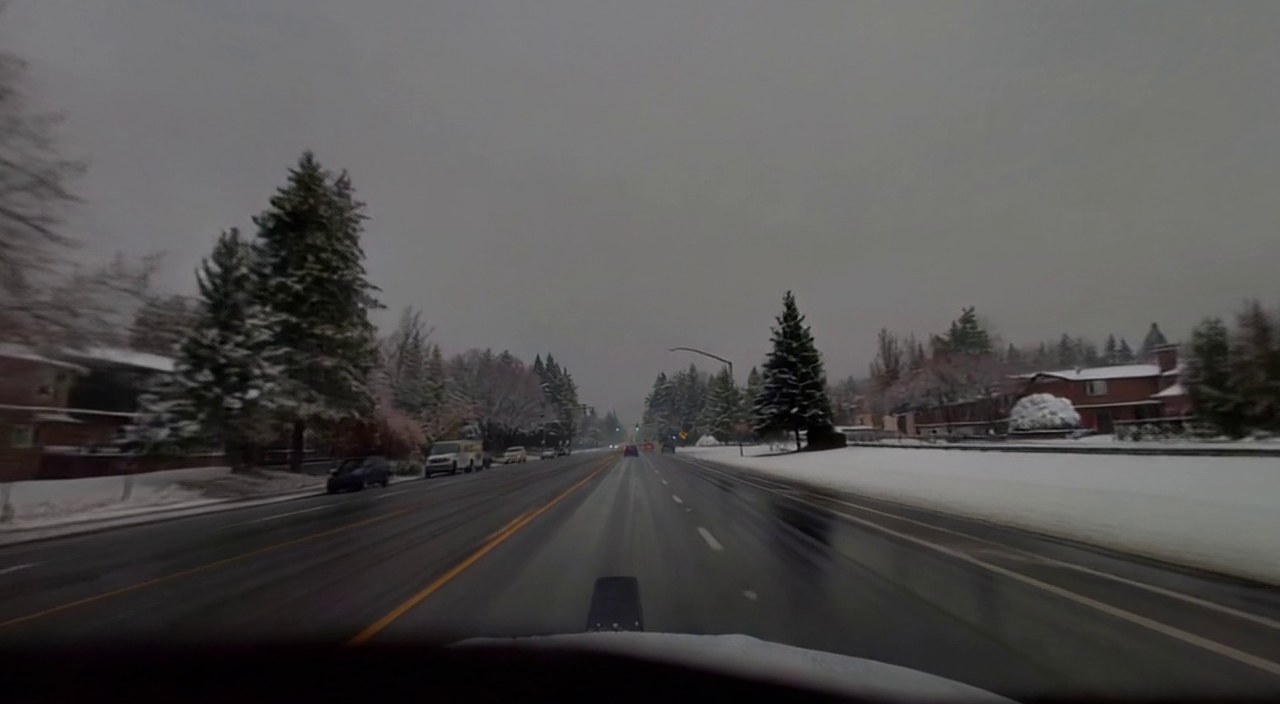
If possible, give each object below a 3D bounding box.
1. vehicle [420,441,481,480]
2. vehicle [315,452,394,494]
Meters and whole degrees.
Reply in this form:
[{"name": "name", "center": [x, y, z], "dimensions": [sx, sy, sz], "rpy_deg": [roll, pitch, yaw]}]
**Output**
[{"name": "vehicle", "center": [-12.407, 7.126, 41.763], "dimensions": [2.630, 2.286, 5.309], "rpy_deg": [-2, -9, -3]}, {"name": "vehicle", "center": [-12.401, 5.234, 27.693], "dimensions": [1.762, 1.552, 3.901], "rpy_deg": [-3, -8, -2]}]
